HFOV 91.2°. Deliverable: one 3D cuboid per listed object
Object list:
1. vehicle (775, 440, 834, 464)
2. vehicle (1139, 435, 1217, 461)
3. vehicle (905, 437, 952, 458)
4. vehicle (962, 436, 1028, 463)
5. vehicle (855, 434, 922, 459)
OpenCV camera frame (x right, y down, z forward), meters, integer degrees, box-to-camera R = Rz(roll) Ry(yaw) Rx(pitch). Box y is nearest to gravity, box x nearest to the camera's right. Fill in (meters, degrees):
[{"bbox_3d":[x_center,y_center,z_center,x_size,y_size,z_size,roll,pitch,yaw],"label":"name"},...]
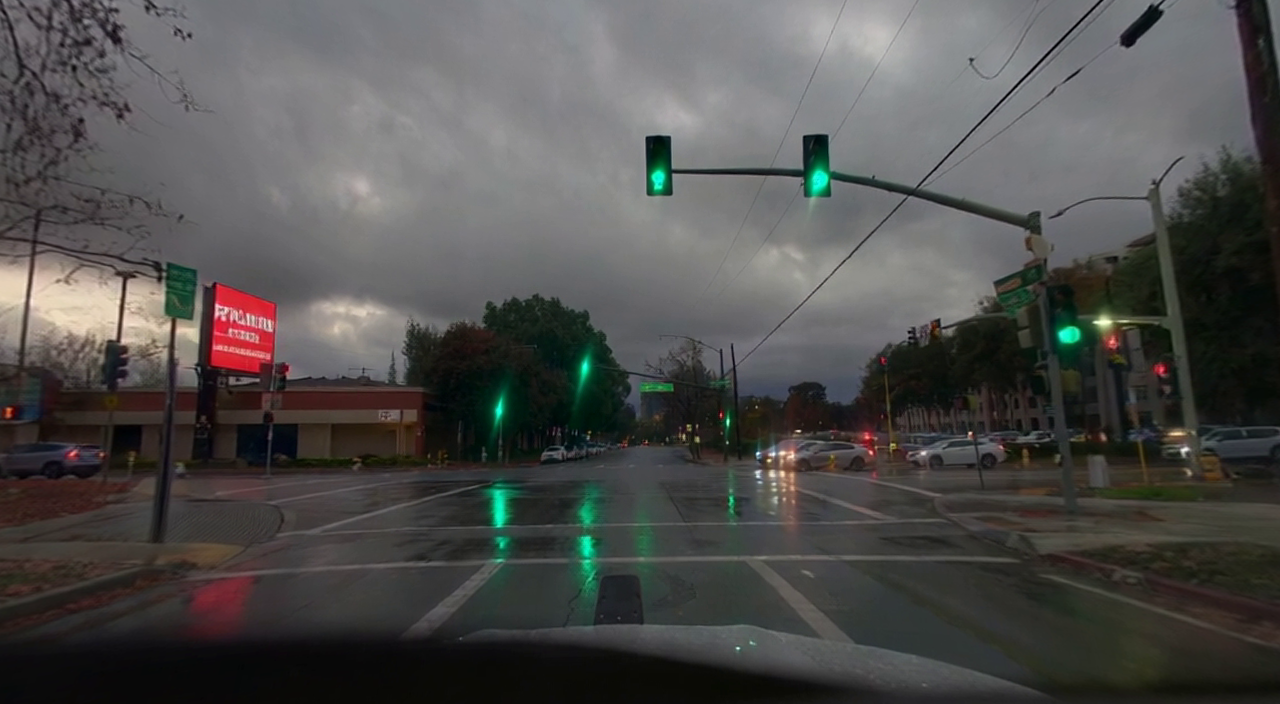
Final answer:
[{"bbox_3d":[11.112,6.695,42.204,1.955,1.508,4.295,-8,-12,42],"label":"vehicle"},{"bbox_3d":[31.476,5.589,36.776,1.612,1.402,3.320,-1,-8,0],"label":"vehicle"},{"bbox_3d":[21.816,7.226,47.464,1.923,1.463,3.758,-1,-9,3],"label":"vehicle"},{"bbox_3d":[20.951,5.753,37.109,1.851,1.388,3.475,0,-5,0],"label":"vehicle"},{"bbox_3d":[16.926,6.430,42.625,4.522,1.546,1.941,6,-11,-35],"label":"vehicle"}]
